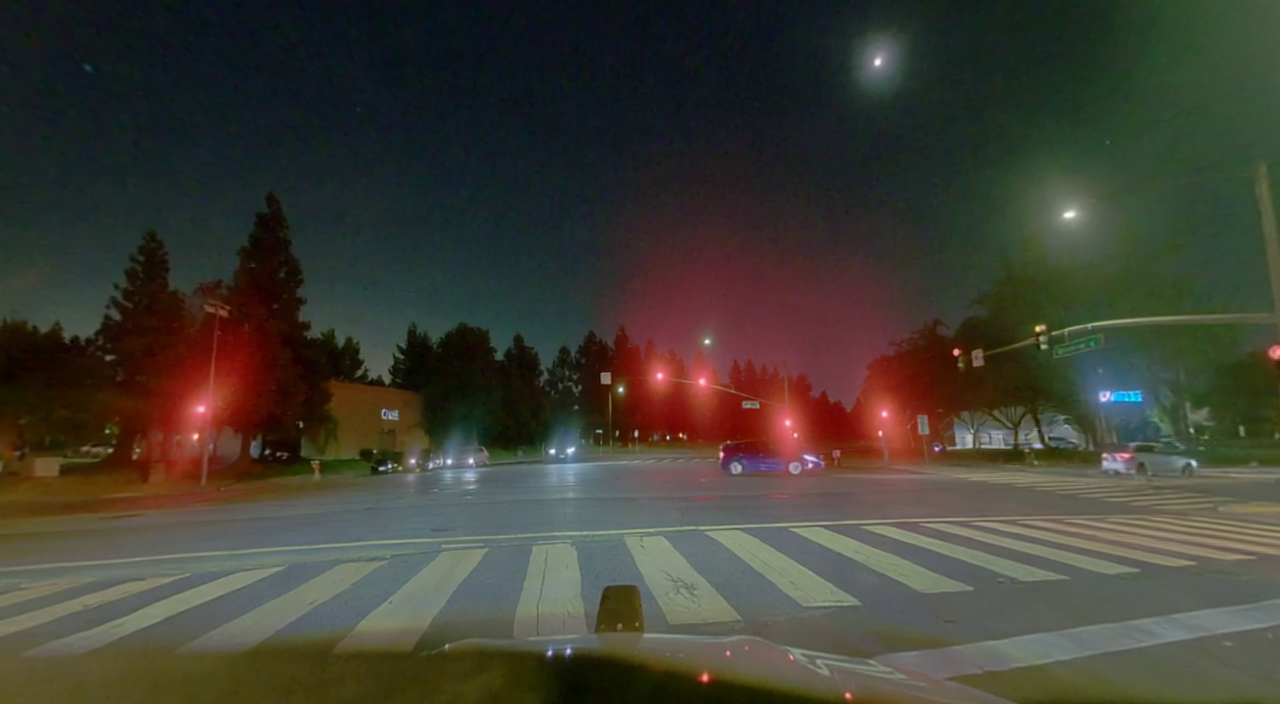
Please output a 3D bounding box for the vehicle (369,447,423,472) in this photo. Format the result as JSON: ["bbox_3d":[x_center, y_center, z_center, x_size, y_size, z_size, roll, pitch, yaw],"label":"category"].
[{"bbox_3d":[-16.246,7.131,42.242,1.883,1.586,4.297,0,-9,0],"label":"vehicle"}]

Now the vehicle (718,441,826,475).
[{"bbox_3d":[6.245,4.981,29.936,4.658,1.478,1.946,-4,-9,26],"label":"vehicle"}]

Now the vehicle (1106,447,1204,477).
[{"bbox_3d":[27.344,5.784,33.526,4.522,1.460,2.097,4,-9,-24],"label":"vehicle"}]

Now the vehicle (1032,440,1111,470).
[{"bbox_3d":[26.330,6.261,38.538,4.541,1.731,2.007,5,-10,-28],"label":"vehicle"}]

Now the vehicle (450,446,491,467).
[{"bbox_3d":[-12.603,7.759,47.090,1.946,1.474,4.008,0,-9,0],"label":"vehicle"}]

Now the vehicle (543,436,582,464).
[{"bbox_3d":[-5.642,7.264,46.880,2.289,1.927,5.667,0,-8,-1],"label":"vehicle"}]
